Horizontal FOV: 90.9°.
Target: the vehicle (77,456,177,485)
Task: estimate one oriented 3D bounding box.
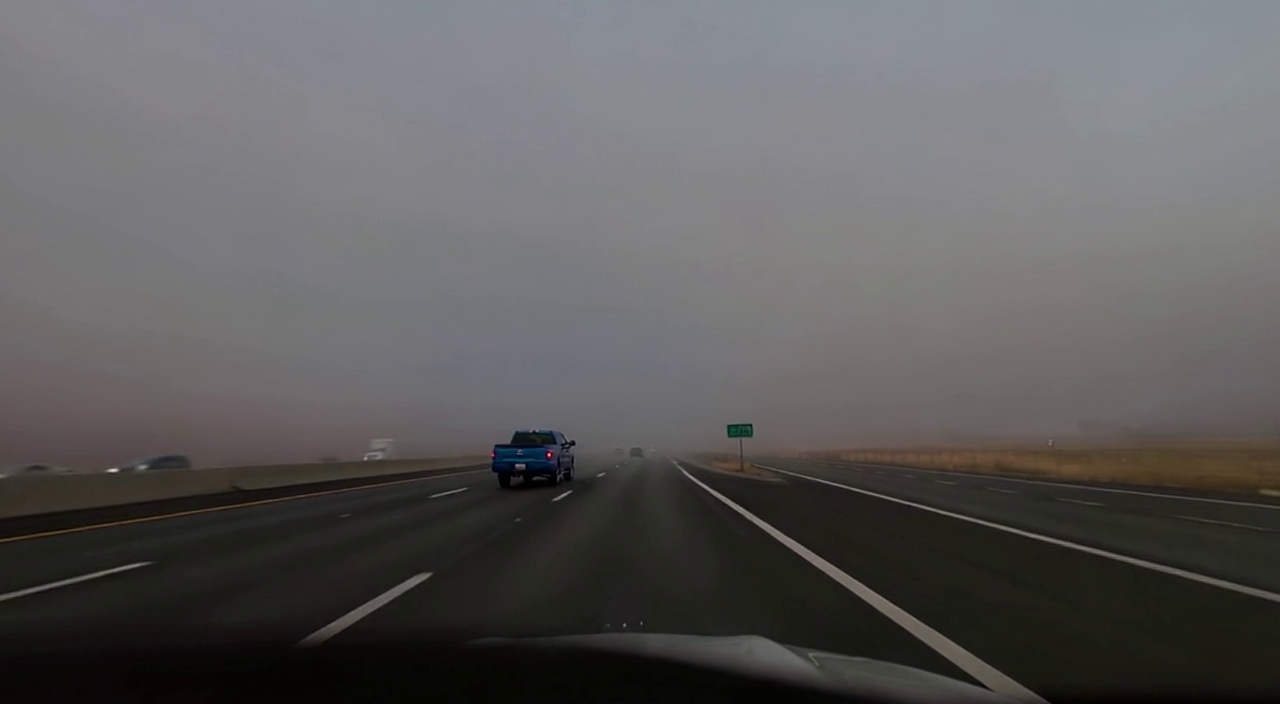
[{"bbox_3d":[-28.724,6.619,35.497,1.785,1.477,4.527,0,-8,0],"label":"vehicle"}]

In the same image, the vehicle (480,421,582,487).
[{"bbox_3d":[-3.764,3.692,23.160,2.601,2.084,6.068,0,-8,0],"label":"vehicle"}]
